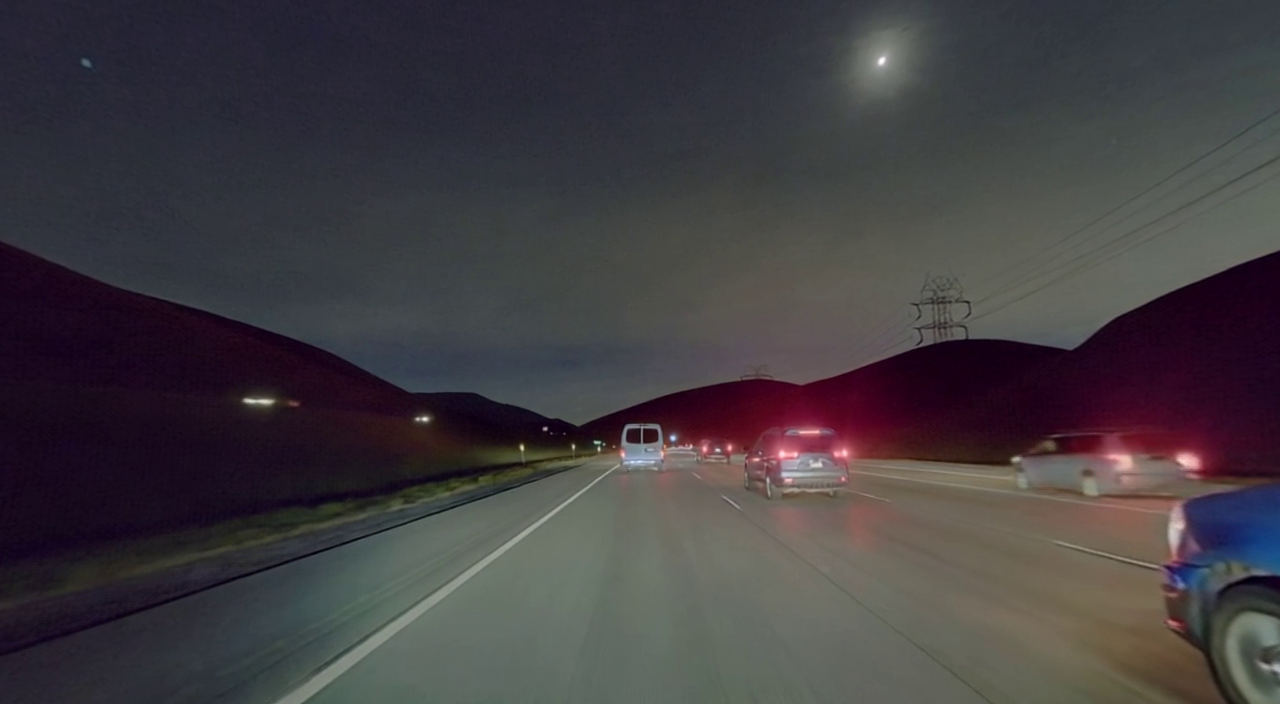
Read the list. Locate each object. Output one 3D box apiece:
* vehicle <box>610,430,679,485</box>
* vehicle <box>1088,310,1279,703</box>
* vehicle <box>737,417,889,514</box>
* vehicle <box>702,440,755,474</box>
[{"bbox_3d":[0.191,3.813,23.096,2.268,1.772,4.523,0,-8,1],"label":"vehicle"},{"bbox_3d":[3.970,0.510,0.680,2.691,1.901,5.744,0,-8,-1],"label":"vehicle"},{"bbox_3d":[3.617,2.474,14.233,2.139,1.821,4.480,0,-8,0],"label":"vehicle"},{"bbox_3d":[4.098,4.929,29.899,1.938,1.466,4.356,0,-8,0],"label":"vehicle"}]
